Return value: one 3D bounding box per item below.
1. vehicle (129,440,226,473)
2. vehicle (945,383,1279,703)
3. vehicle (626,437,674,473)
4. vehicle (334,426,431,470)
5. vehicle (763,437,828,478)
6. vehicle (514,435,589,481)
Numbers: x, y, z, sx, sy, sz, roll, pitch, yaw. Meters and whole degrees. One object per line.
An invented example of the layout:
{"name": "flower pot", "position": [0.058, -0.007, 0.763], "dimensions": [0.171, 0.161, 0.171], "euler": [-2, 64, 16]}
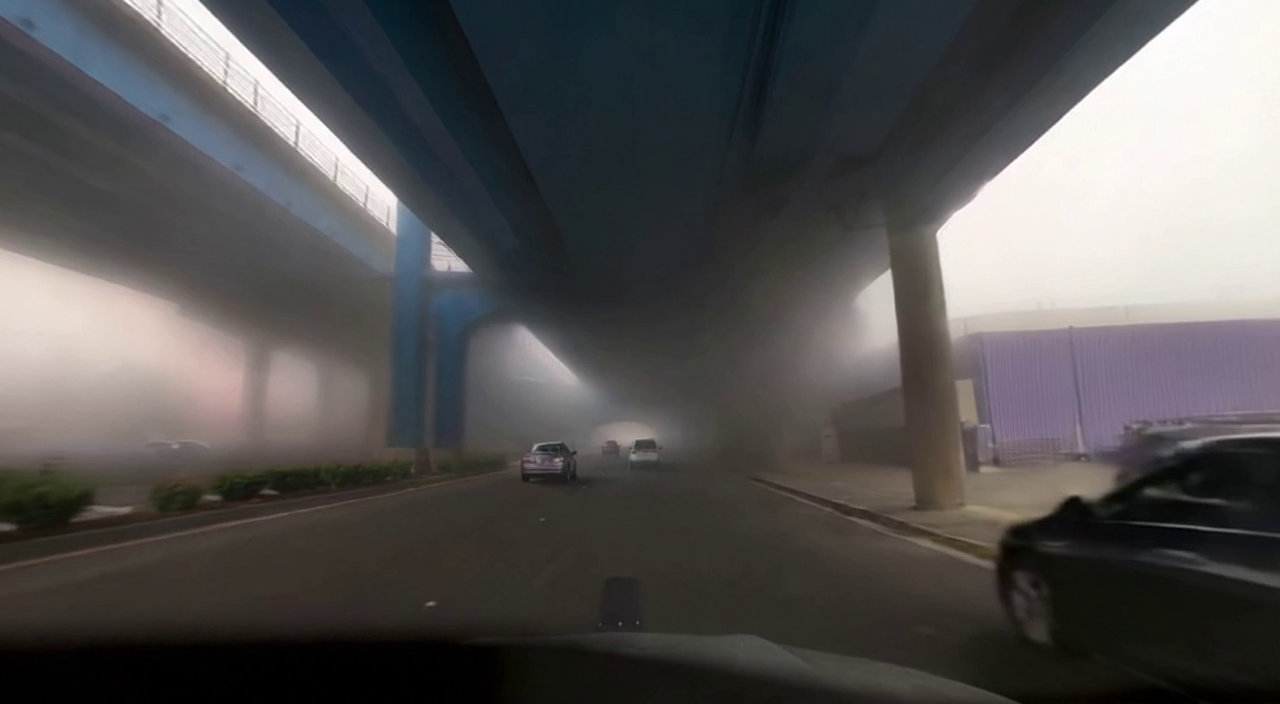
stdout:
{"name": "vehicle", "position": [-28.034, 6.337, 38.530], "dimensions": [2.174, 1.824, 4.764], "euler": [1, -8, 1]}
{"name": "vehicle", "position": [3.338, 0.942, 2.442], "dimensions": [2.090, 1.575, 4.690], "euler": [0, -8, 2]}
{"name": "vehicle", "position": [0.497, 4.882, 30.090], "dimensions": [2.155, 1.571, 3.734], "euler": [0, -8, 1]}
{"name": "vehicle", "position": [-16.815, 6.339, 41.855], "dimensions": [3.082, 2.608, 6.994], "euler": [-1, -8, 4]}
{"name": "vehicle", "position": [6.578, 4.495, 27.162], "dimensions": [2.023, 1.627, 3.971], "euler": [0, -8, 3]}
{"name": "vehicle", "position": [-3.157, 3.920, 23.581], "dimensions": [2.024, 1.533, 4.549], "euler": [0, -8, 2]}
